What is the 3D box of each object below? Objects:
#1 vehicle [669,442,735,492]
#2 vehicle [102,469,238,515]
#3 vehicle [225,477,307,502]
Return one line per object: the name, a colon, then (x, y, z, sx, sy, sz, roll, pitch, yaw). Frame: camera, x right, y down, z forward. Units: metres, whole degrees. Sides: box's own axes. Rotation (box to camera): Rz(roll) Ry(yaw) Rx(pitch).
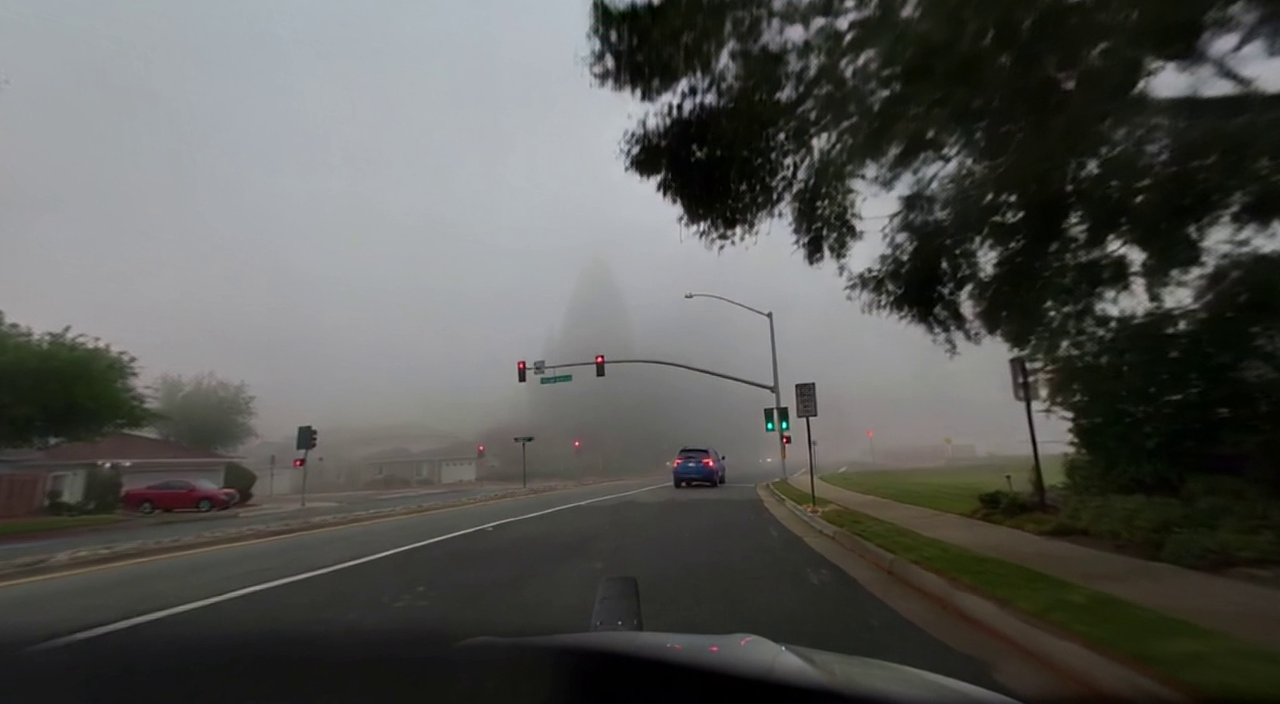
vehicle: (2.773, 4.904, 27.300, 2.059, 1.908, 4.714, -3, -9, 15)
vehicle: (-23.476, 6.972, 31.838, 2.332, 1.896, 5.688, -1, -9, 2)
vehicle: (-28.524, 10.460, 48.106, 4.697, 1.691, 2.486, 0, -8, -2)
